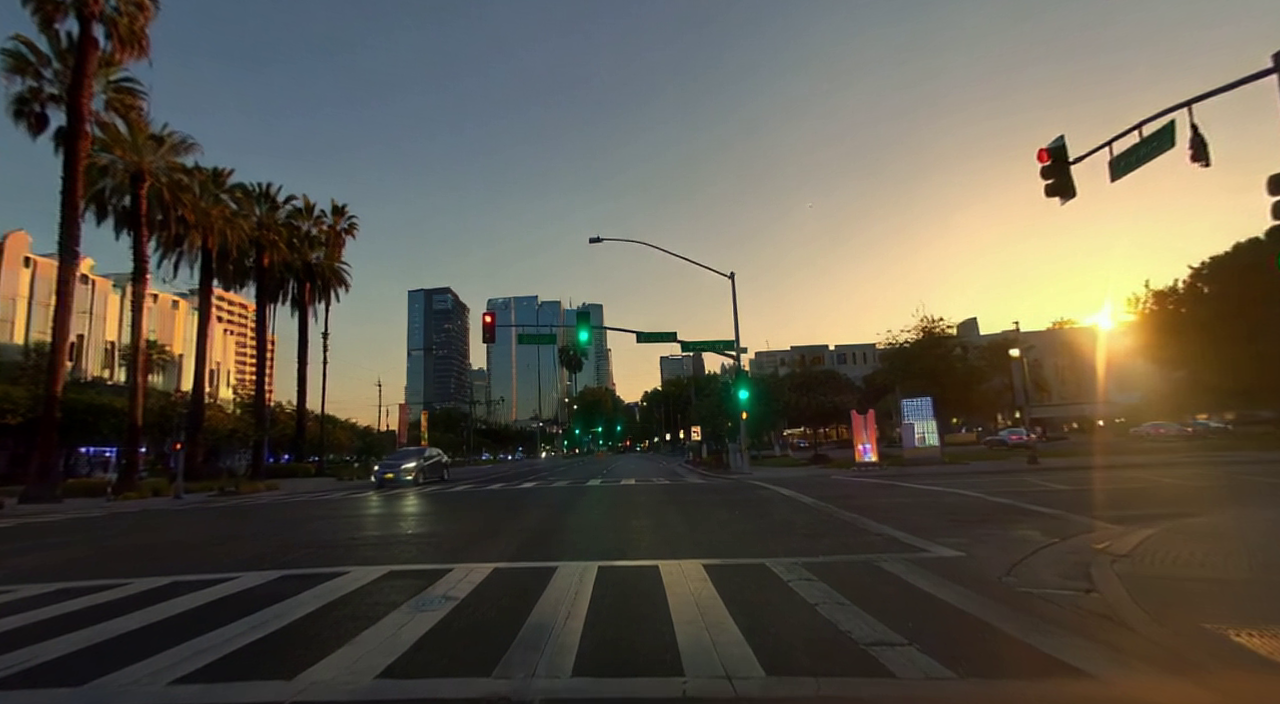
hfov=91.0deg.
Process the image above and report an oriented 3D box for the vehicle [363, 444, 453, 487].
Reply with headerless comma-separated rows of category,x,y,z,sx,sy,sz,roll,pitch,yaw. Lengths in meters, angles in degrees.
vehicle,-10.740,5.263,29.597,2.270,1.833,4.860,0,-9,1
